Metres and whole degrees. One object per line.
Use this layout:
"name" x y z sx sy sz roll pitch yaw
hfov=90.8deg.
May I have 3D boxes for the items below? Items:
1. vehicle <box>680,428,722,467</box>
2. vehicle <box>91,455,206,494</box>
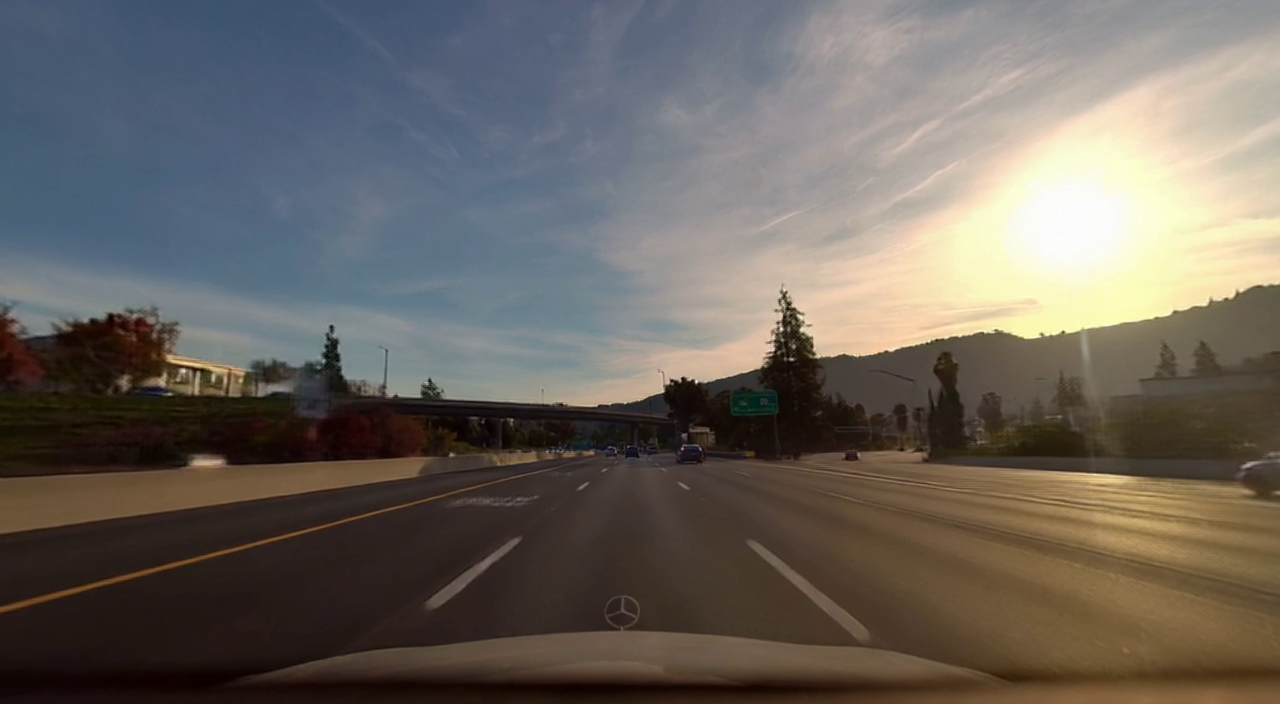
"vehicle" 4.433 7.084 46.902 2.576 2.670 5.494 0 -9 0
"vehicle" -23.167 5.774 30.029 1.911 1.641 4.276 0 -9 1
